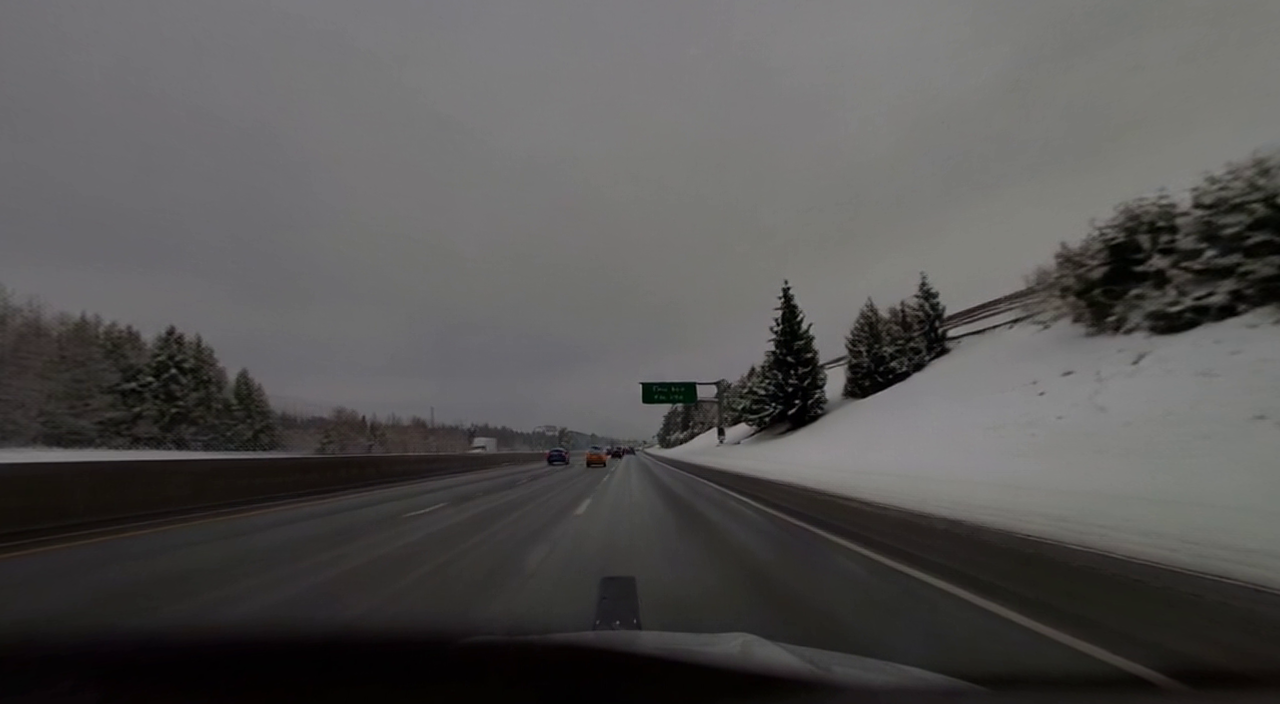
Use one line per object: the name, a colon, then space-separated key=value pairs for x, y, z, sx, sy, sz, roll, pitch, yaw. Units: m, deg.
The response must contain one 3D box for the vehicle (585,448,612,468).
vehicle: x=-3.145 y=8.079 z=47.935 sx=1.895 sy=1.482 sz=3.852 roll=0 pitch=-9 yaw=-1
